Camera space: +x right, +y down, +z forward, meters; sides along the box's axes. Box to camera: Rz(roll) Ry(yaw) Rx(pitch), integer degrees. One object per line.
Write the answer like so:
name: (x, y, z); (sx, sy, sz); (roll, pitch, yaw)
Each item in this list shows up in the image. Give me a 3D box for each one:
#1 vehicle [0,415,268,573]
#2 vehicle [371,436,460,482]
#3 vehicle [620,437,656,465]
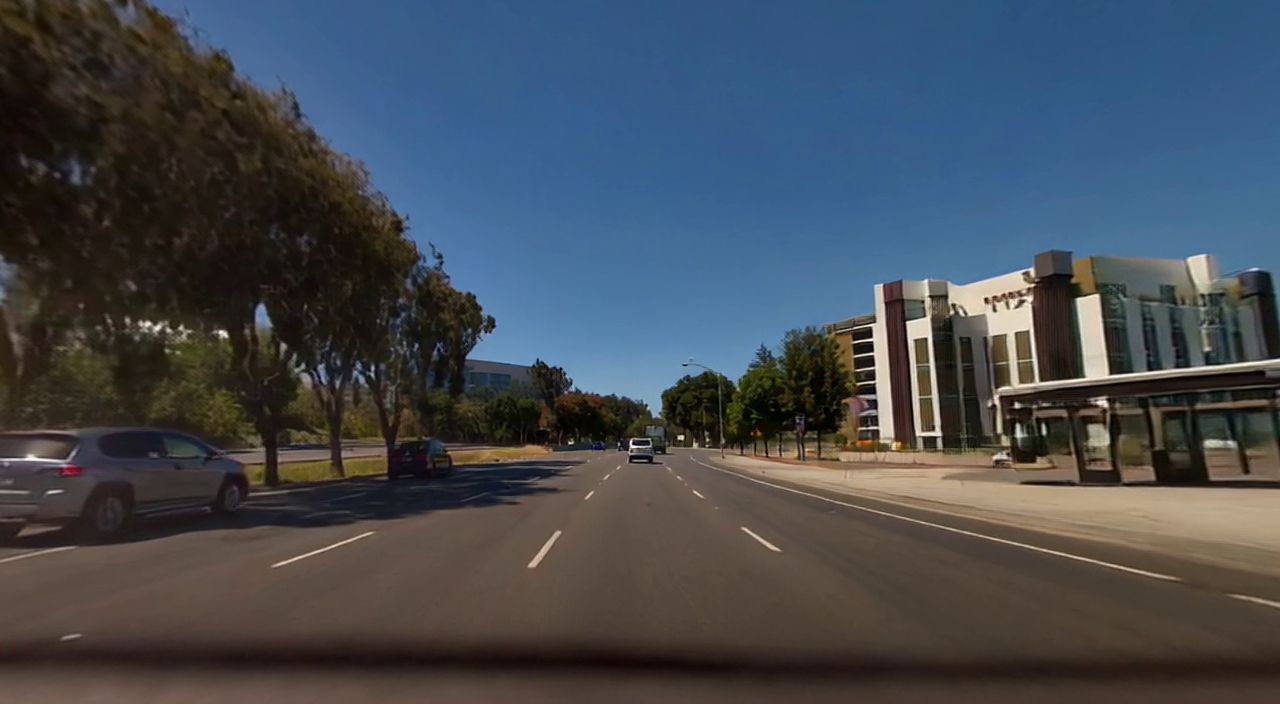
vehicle: (-8.023, 1.909, 9.335); (2.181, 1.728, 4.515); (0, -8, 1)
vehicle: (-9.434, 4.521, 26.978); (2.097, 1.782, 4.682); (0, -8, -1)
vehicle: (-0.083, 6.826, 43.633); (2.345, 1.803, 4.261); (0, -8, 1)
